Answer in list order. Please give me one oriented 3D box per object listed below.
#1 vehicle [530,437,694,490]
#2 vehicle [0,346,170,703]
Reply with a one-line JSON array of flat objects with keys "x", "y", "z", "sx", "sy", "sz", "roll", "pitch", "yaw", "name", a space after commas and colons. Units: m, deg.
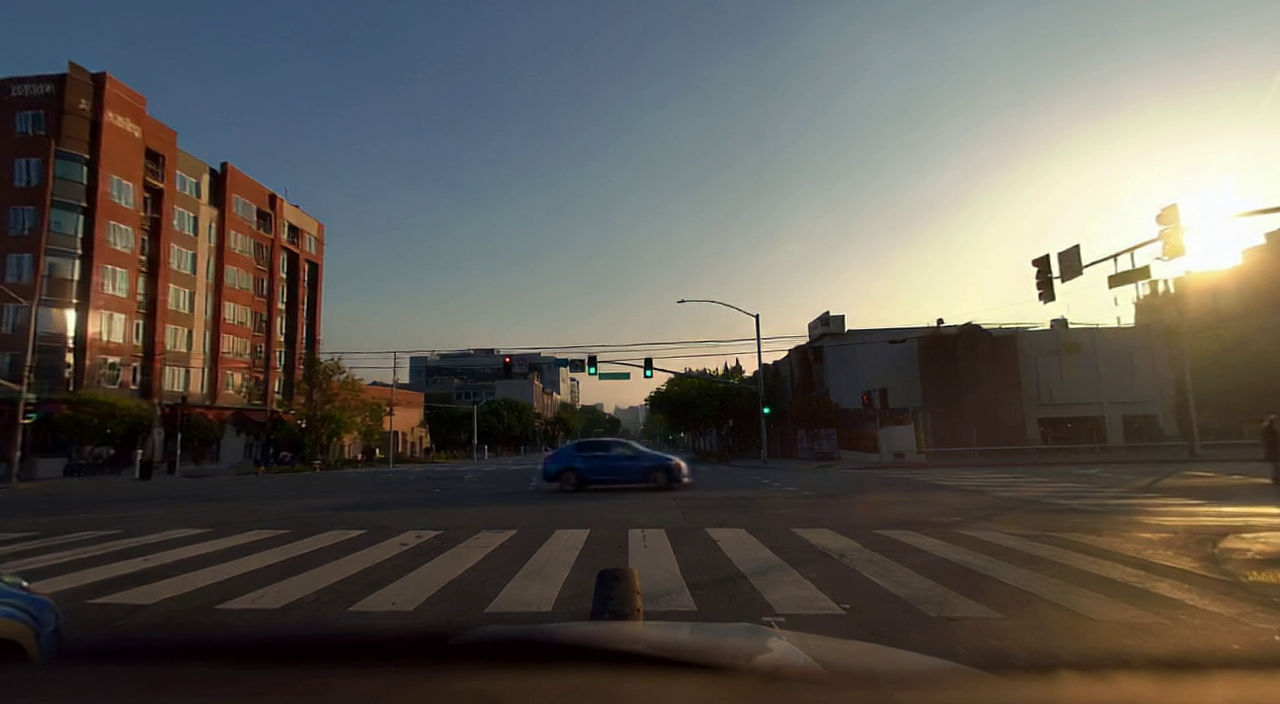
[{"x": -0.778, "y": 3.253, "z": 18.438, "sx": 4.551, "sy": 1.454, "sz": 1.941, "roll": 0, "pitch": -8, "yaw": 0, "name": "vehicle"}, {"x": -3.634, "y": 0.614, "z": 1.065, "sx": 2.109, "sy": 1.692, "sz": 4.587, "roll": 0, "pitch": -8, "yaw": 0, "name": "vehicle"}]
